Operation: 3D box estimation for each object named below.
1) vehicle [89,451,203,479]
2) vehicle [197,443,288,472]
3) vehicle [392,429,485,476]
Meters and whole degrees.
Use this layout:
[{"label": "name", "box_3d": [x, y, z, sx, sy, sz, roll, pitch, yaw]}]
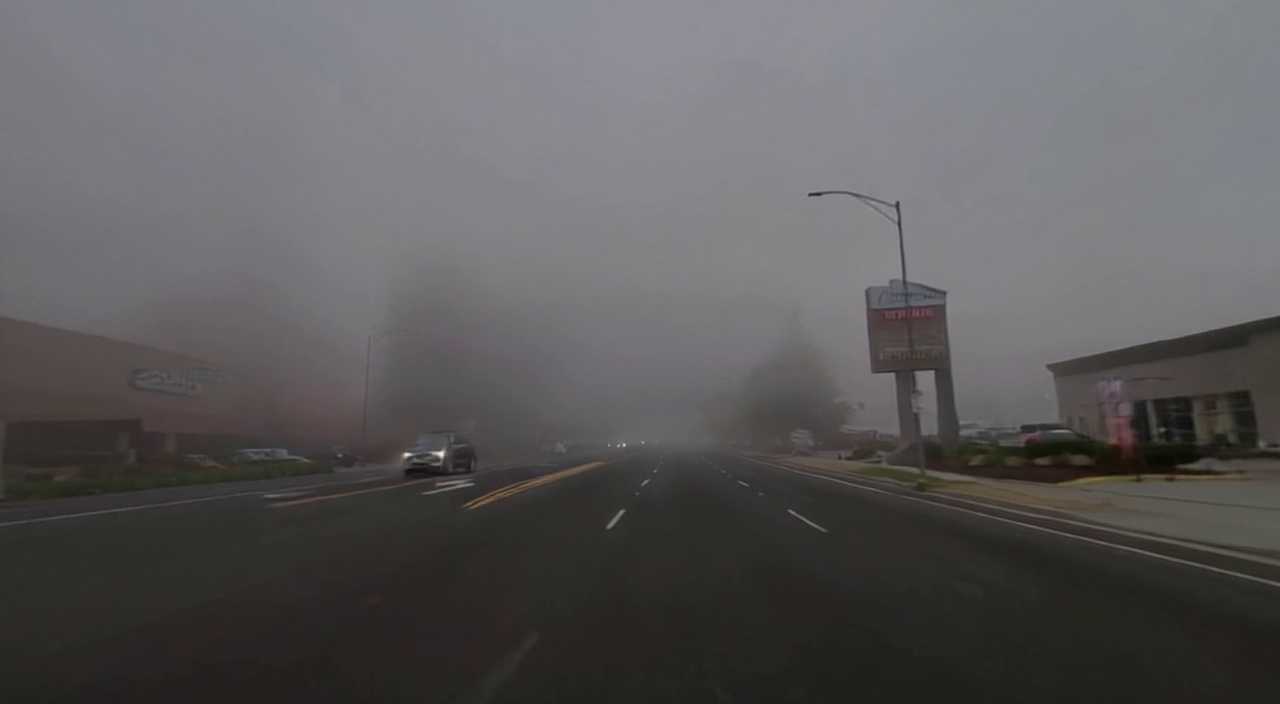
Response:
[{"label": "vehicle", "box_3d": [-26.649, 6.111, 34.199, 4.553, 1.445, 1.942, 0, -8, 2]}, {"label": "vehicle", "box_3d": [-25.876, 6.883, 41.227, 4.620, 1.801, 2.017, 0, -8, 2]}, {"label": "vehicle", "box_3d": [-8.824, 4.459, 28.291, 2.157, 1.883, 5.286, 0, -8, 3]}]
